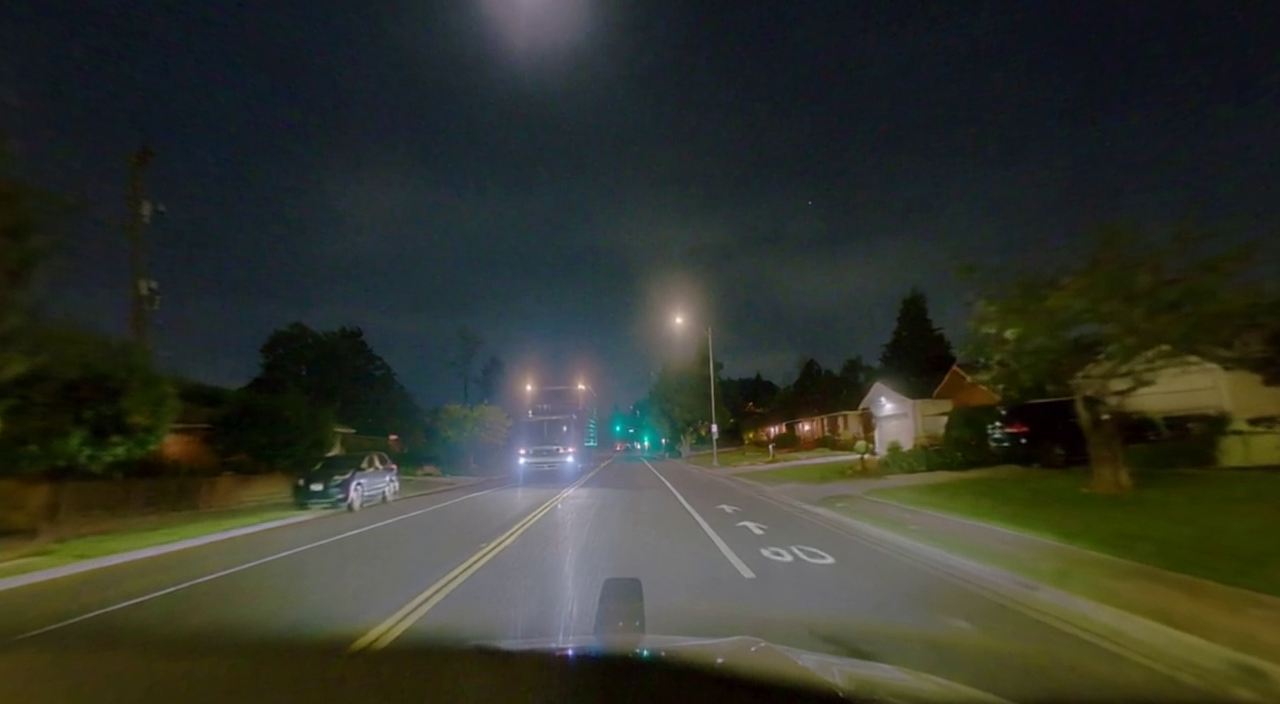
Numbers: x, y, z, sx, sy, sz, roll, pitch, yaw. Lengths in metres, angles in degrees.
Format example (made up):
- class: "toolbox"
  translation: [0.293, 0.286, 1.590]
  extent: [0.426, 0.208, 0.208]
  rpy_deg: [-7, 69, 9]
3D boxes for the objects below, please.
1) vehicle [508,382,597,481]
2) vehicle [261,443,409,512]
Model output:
- class: "vehicle"
  translation: [-4.032, 4.099, 31.911]
  extent: [3.133, 4.112, 10.695]
  rpy_deg: [0, -8, -1]
- class: "vehicle"
  translation: [-8.946, 3.667, 19.095]
  extent: [2.119, 1.775, 4.643]
  rpy_deg: [0, -8, 0]
